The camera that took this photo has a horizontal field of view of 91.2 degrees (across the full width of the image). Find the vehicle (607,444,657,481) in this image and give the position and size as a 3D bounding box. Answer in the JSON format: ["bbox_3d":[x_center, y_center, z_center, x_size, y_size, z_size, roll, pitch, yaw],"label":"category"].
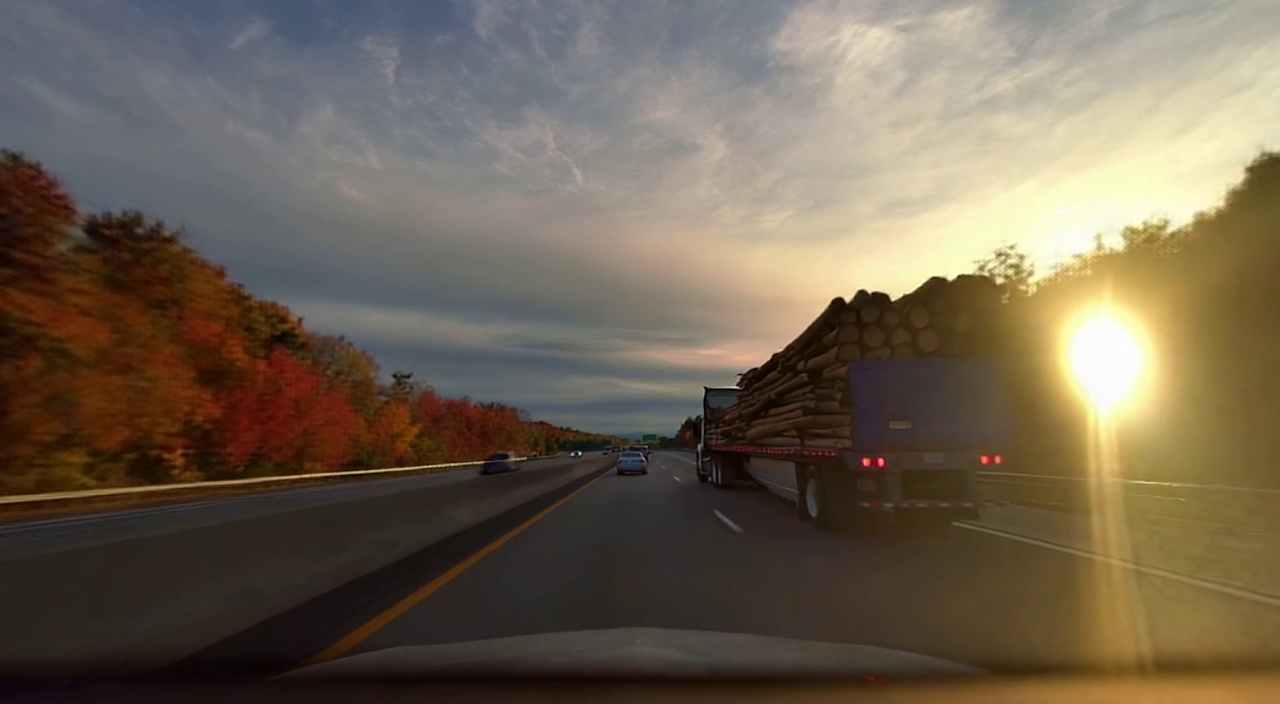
[{"bbox_3d":[-0.348,4.936,28.222,2.099,1.506,4.097,-1,-9,0],"label":"vehicle"}]

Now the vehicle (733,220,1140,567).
[{"bbox_3d":[3.896,1.021,11.259,3.004,3.923,8.363,0,-9,-1],"label":"vehicle"}]
